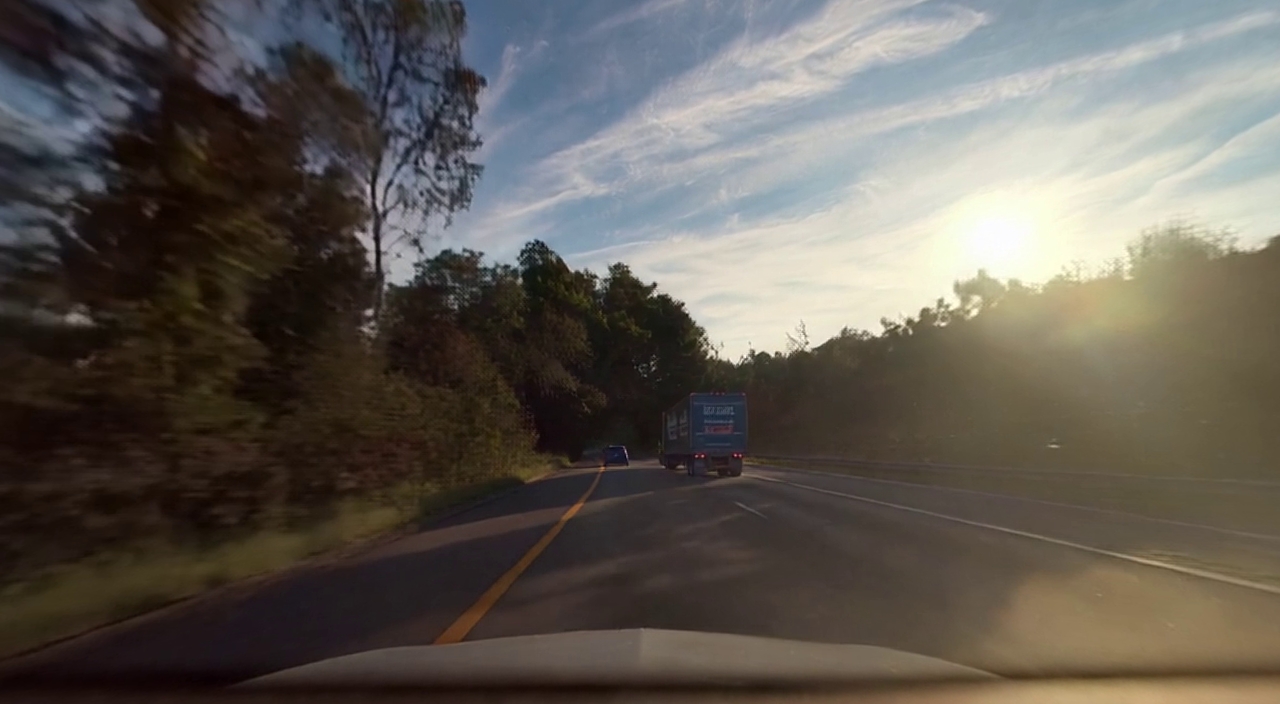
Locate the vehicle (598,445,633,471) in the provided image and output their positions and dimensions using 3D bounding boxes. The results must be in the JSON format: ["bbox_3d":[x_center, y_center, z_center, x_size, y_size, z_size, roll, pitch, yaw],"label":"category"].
[{"bbox_3d":[-1.430,6.210,37.121,1.913,1.460,3.610,0,-9,-2],"label":"vehicle"}]

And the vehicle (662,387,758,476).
[{"bbox_3d":[3.411,4.656,35.551,2.951,4.012,14.203,0,-9,-3],"label":"vehicle"}]
